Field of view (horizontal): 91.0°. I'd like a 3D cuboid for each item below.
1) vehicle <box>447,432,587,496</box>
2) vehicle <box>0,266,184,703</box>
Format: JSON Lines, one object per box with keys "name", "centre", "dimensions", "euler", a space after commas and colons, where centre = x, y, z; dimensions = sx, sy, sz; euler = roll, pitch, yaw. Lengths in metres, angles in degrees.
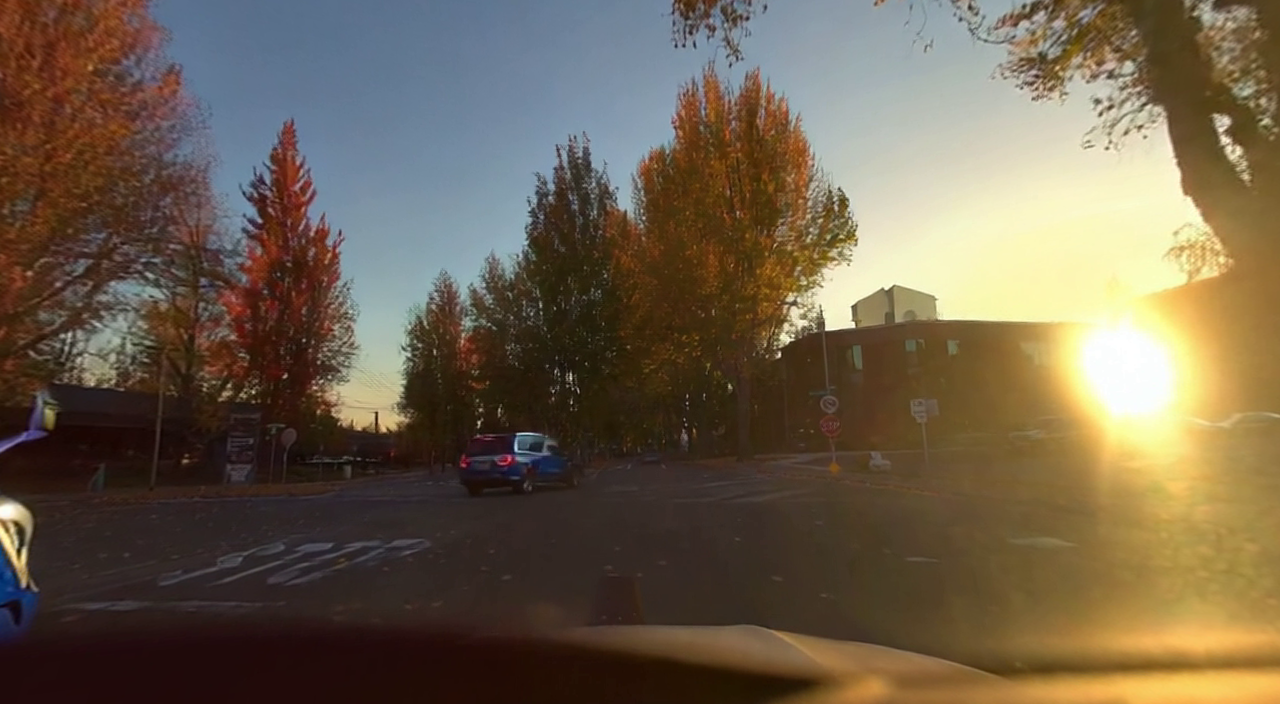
{"name": "vehicle", "centre": [-4.272, 4.044, 23.180], "dimensions": [2.284, 2.012, 5.607], "euler": [-4, -9, 23]}
{"name": "vehicle", "centre": [-3.520, 0.478, 0.978], "dimensions": [2.145, 2.038, 4.656], "euler": [0, -9, -1]}
